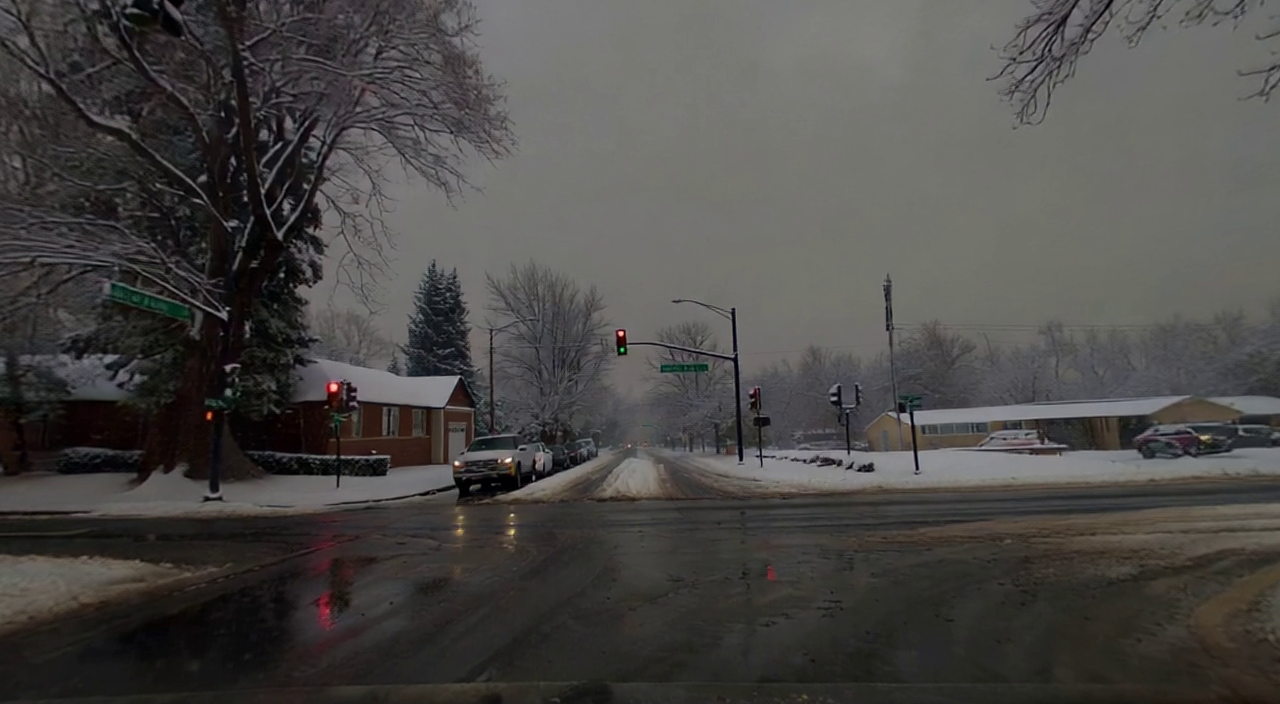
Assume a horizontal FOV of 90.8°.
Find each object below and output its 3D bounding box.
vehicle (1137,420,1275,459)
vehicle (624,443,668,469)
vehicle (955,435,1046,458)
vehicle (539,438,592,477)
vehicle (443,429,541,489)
[{"bbox_3d":[33.263,5.158,37.238,5.969,2.149,2.331,0,-9,-4],"label":"vehicle"},{"bbox_3d":[0.290,6.378,38.860,2.056,1.493,4.535,1,-9,-8],"label":"vehicle"},{"bbox_3d":[24.968,6.552,43.838,5.172,1.515,1.851,0,-9,-2],"label":"vehicle"},{"bbox_3d":[-3.649,5.280,31.914,2.120,1.783,4.788,0,-9,0],"label":"vehicle"},{"bbox_3d":[-6.501,4.832,28.959,2.896,2.339,7.322,0,-9,-1],"label":"vehicle"}]
